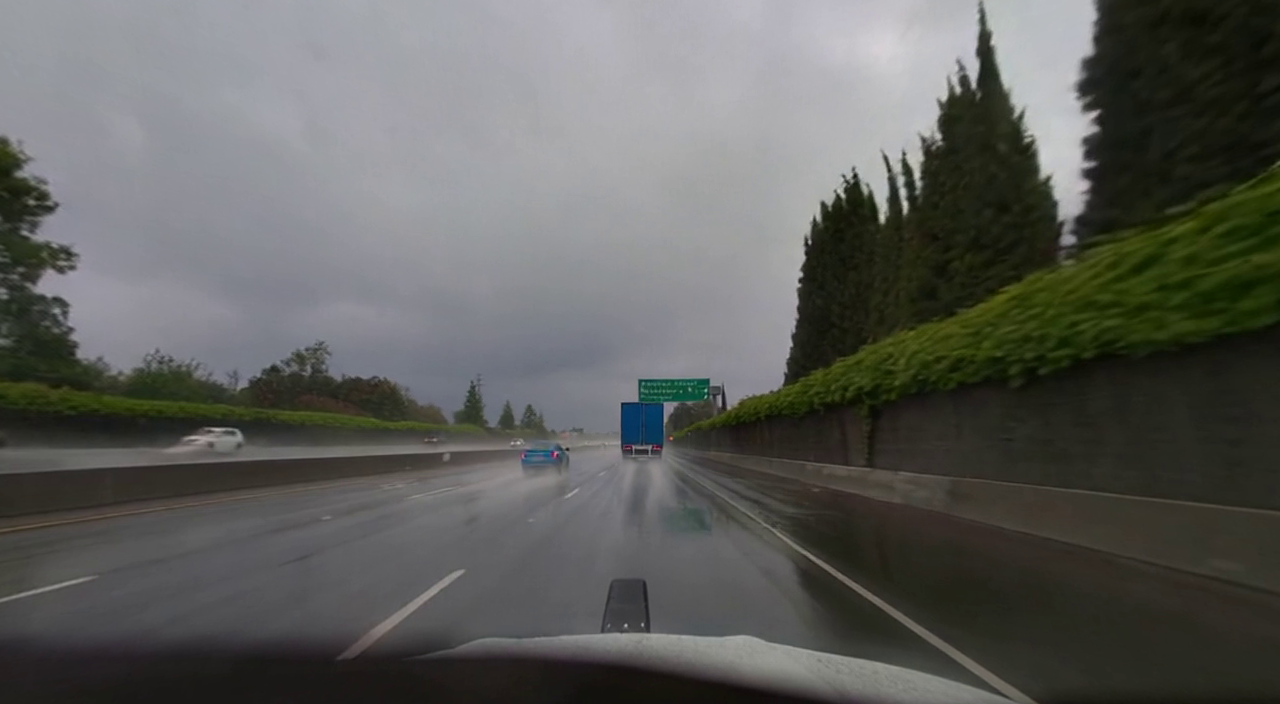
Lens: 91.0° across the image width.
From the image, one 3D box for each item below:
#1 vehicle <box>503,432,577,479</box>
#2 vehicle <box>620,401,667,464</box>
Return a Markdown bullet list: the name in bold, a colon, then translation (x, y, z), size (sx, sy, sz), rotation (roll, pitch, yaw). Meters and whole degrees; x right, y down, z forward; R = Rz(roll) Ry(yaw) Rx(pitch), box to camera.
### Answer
- **vehicle**: translation (-3.922, 4.150, 25.625), size (2.186, 1.716, 4.672), rotation (0, -8, 1)
- **vehicle**: translation (0.210, 6.348, 48.760), size (3.078, 4.031, 16.069), rotation (0, -8, 0)
